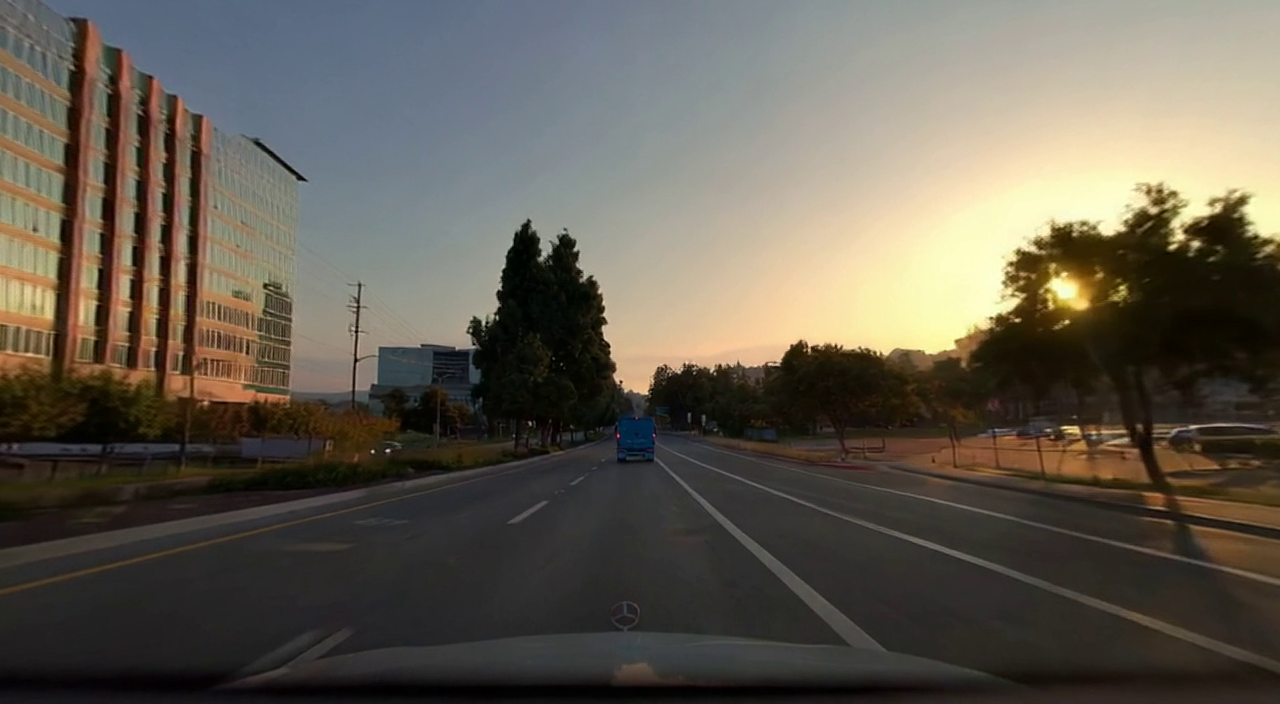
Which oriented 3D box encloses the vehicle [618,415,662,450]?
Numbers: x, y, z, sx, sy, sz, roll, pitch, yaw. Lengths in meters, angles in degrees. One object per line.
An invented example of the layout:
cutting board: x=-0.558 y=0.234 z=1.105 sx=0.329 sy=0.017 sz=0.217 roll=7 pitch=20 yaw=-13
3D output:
vehicle: x=-0.093 y=4.507 z=34.950 sx=2.178 sy=1.829 sz=4.932 roll=0 pitch=-9 yaw=-3

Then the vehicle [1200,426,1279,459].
vehicle: x=35.702 y=5.264 z=36.938 sx=4.297 sy=1.798 sz=1.955 roll=0 pitch=-8 yaw=-10
